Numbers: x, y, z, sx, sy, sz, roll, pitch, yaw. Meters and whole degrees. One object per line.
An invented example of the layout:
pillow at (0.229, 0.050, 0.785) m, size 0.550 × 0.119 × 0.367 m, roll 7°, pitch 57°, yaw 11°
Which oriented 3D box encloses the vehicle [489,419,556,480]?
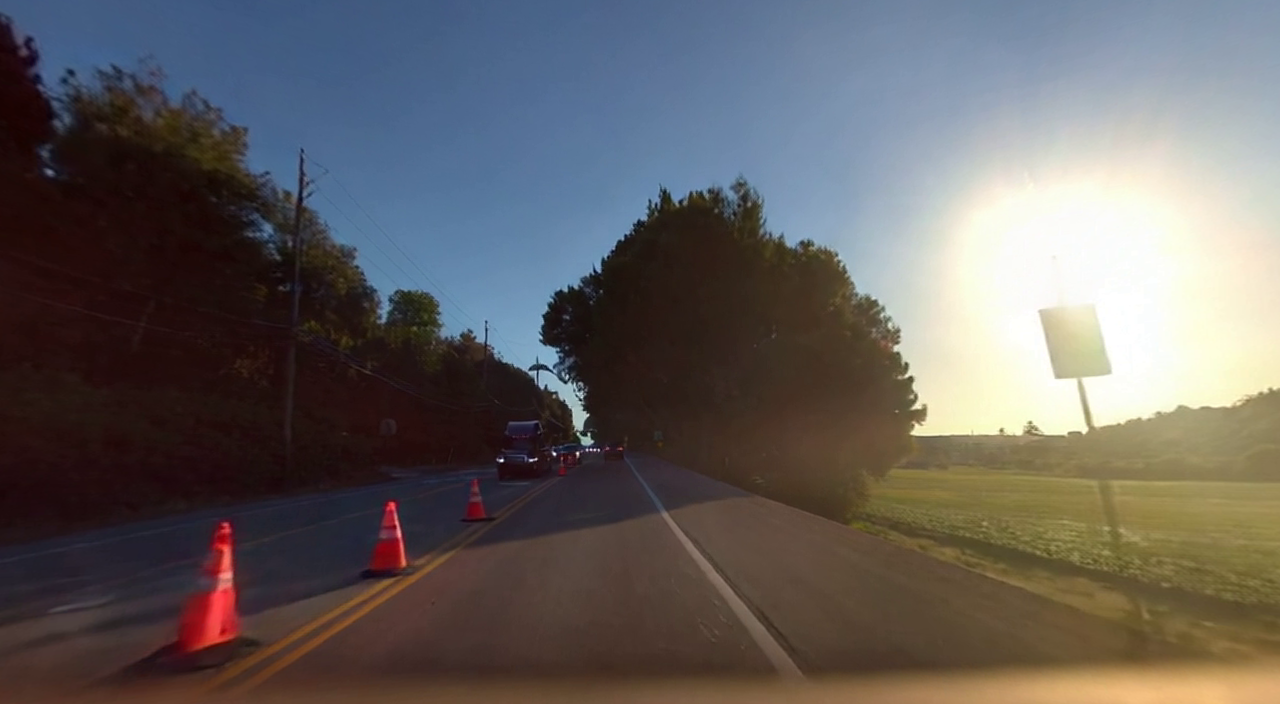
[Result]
vehicle at (-5.164, 4.349, 28.399) m, size 2.380 × 2.488 × 4.028 m, roll 0°, pitch -8°, yaw -3°
